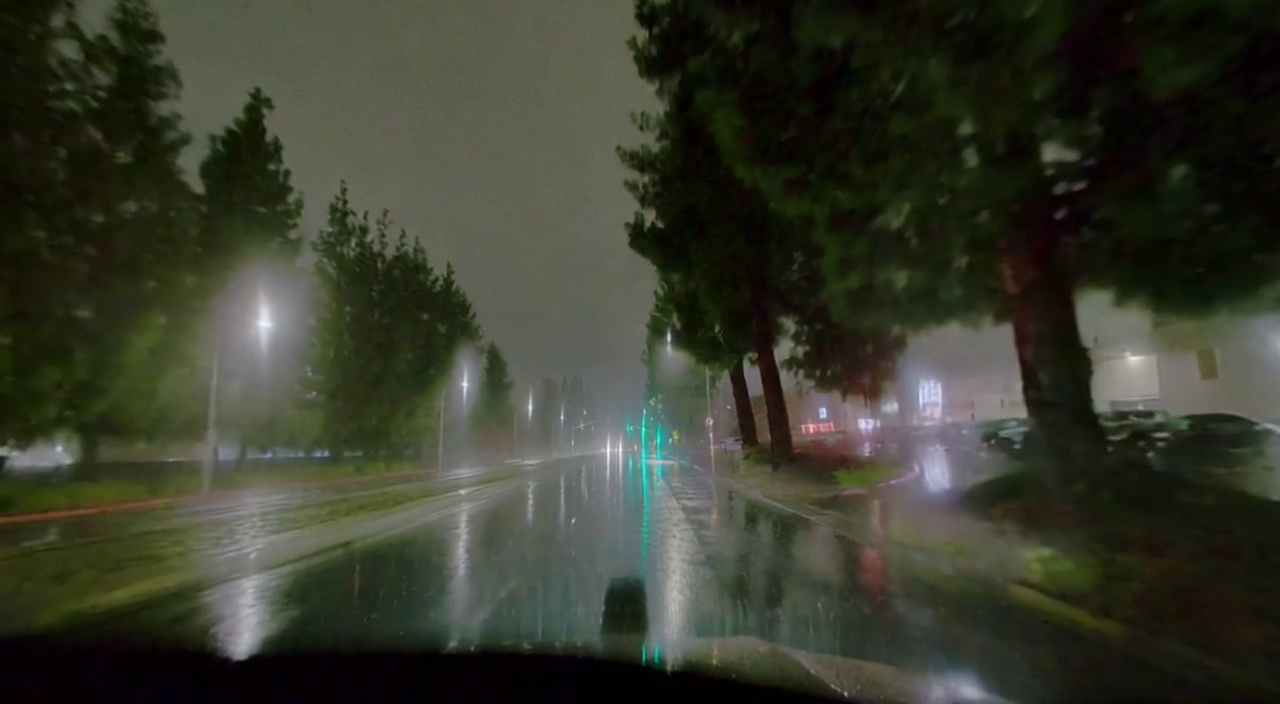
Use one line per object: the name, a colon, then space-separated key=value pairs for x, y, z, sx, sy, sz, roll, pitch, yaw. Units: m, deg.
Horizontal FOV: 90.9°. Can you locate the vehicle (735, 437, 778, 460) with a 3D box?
vehicle: x=8.304 y=6.929 z=45.328 sx=2.056 sy=1.449 sz=4.679 roll=-1 pitch=-8 yaw=-2

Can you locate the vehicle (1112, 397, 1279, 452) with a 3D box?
vehicle: x=19.905 y=2.631 z=22.480 sx=4.419 sy=1.603 sz=1.930 roll=-7 pitch=-10 yaw=23

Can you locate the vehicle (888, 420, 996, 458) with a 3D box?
vehicle: x=14.816 y=4.312 z=30.974 sx=4.387 sy=1.532 sz=1.930 roll=-9 pitch=-12 yaw=34
